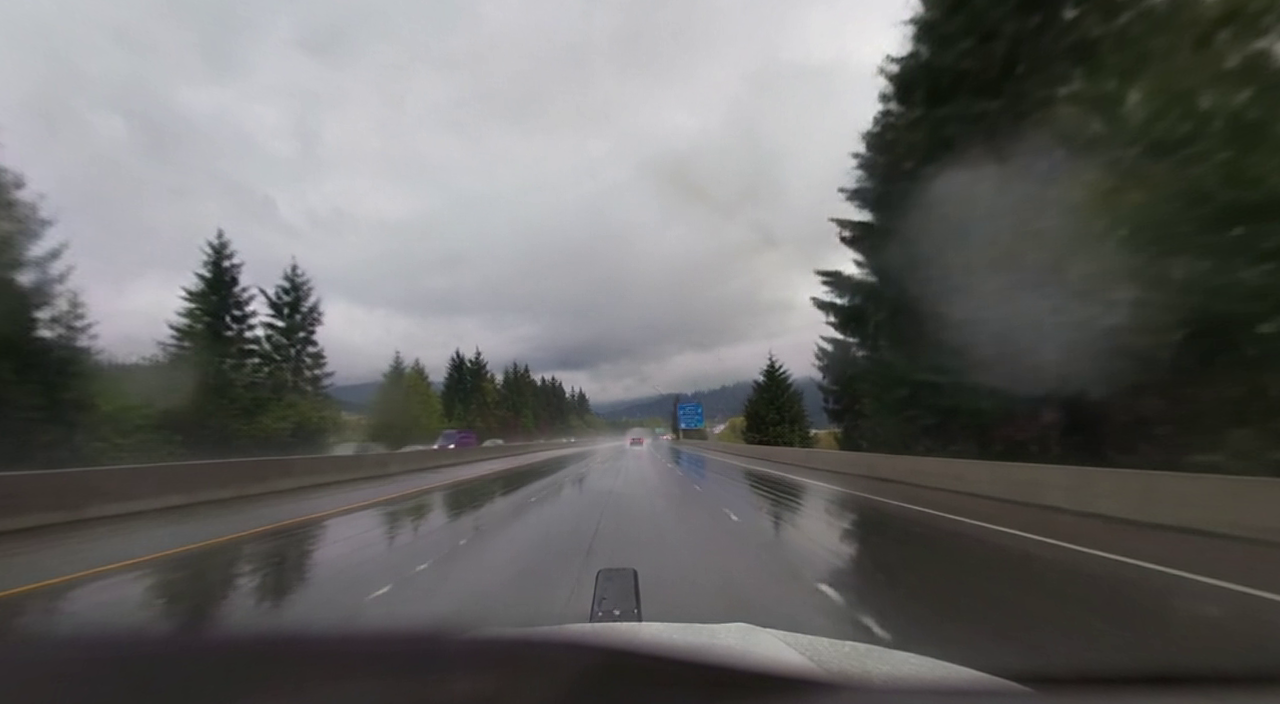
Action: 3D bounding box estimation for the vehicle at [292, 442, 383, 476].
[{"bbox_3d":[-14.066,4.976,29.569,1.907,1.420,4.666,0,-8,0],"label":"vehicle"}]
